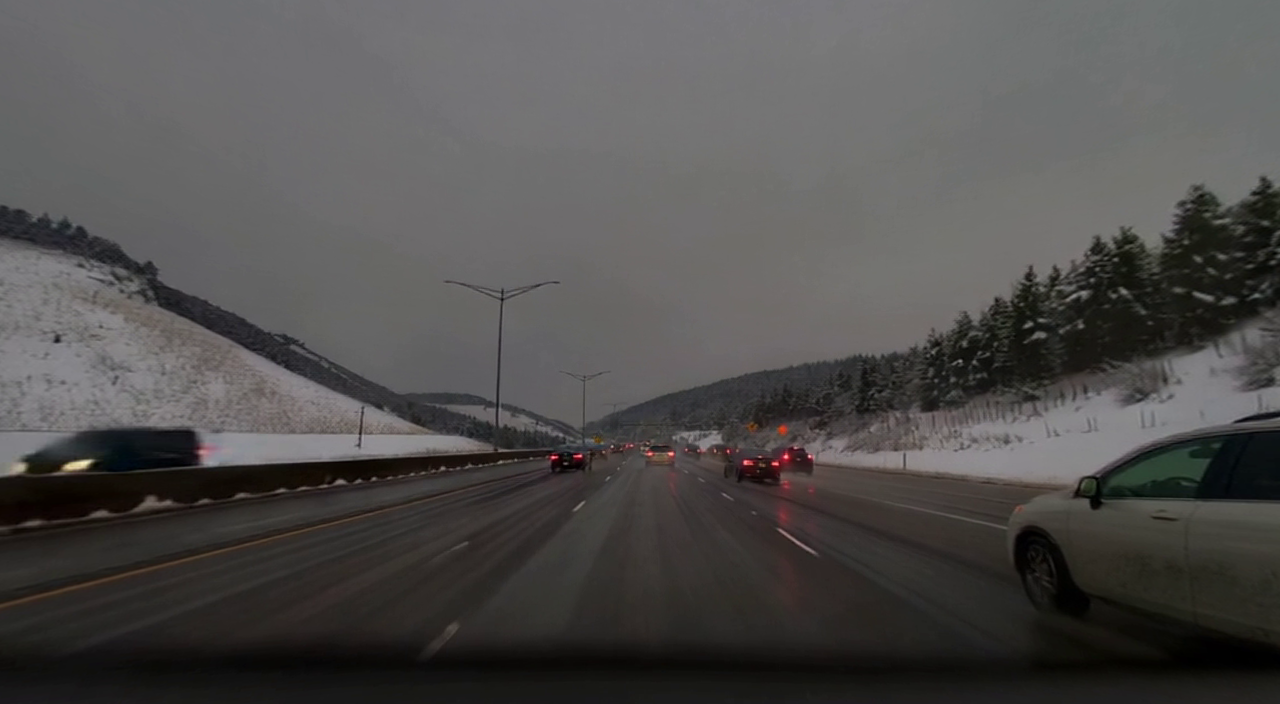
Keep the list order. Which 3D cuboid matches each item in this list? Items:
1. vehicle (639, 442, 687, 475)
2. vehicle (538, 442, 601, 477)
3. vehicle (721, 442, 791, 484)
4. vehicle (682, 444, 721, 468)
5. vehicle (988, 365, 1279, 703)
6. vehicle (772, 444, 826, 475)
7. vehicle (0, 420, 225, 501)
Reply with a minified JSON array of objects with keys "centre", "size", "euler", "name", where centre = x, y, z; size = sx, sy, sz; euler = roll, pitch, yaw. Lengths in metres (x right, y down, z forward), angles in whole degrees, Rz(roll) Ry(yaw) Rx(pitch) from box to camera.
[{"centre":[1.045,5.167,30.764],"size":[2.138,1.473,4.392],"euler":[0,-8,0],"name":"vehicle"},{"centre":[-3.068,4.834,28.506],"size":[2.232,1.438,4.163],"euler":[-1,-8,2],"name":"vehicle"},{"centre":[4.406,4.262,24.560],"size":[1.867,1.465,4.093],"euler":[0,-8,-1],"name":"vehicle"},{"centre":[4.075,6.928,42.237],"size":[2.177,1.453,4.205],"euler":[0,-8,0],"name":"vehicle"},{"centre":[3.906,0.900,2.866],"size":[2.018,1.670,4.658],"euler":[0,-8,1],"name":"vehicle"},{"centre":[8.387,5.675,33.637],"size":[1.843,1.505,4.007],"euler":[0,-8,0],"name":"vehicle"},{"centre":[-14.089,2.814,16.731],"size":[2.147,1.742,5.739],"euler":[-1,-8,2],"name":"vehicle"}]
